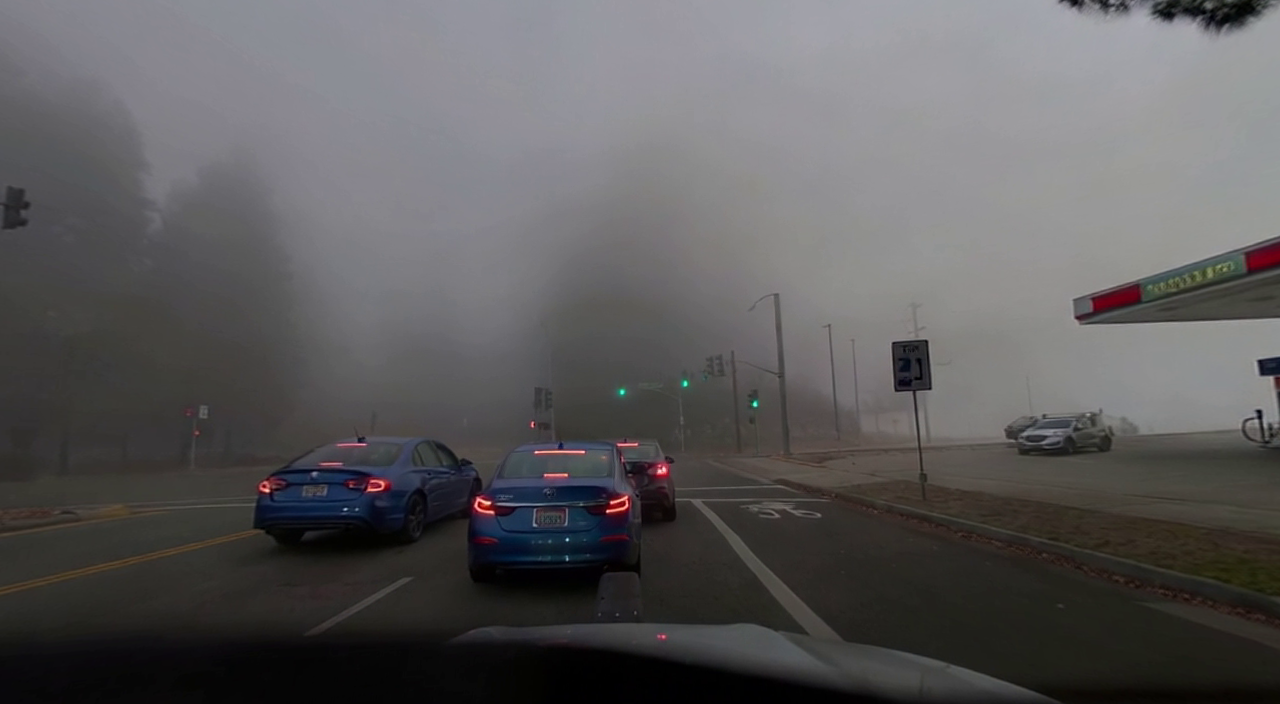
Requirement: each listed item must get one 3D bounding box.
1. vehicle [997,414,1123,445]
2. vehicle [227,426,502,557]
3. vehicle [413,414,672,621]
[{"bbox_3d":[21.164,3.936,31.995,4.874,1.502,2.048,0,-8,0],"label":"vehicle"},{"bbox_3d":[-3.756,1.983,9.830,1.995,1.506,4.773,0,-8,2],"label":"vehicle"},{"bbox_3d":[-0.648,1.548,6.963,1.916,1.510,4.447,0,-8,2],"label":"vehicle"}]
